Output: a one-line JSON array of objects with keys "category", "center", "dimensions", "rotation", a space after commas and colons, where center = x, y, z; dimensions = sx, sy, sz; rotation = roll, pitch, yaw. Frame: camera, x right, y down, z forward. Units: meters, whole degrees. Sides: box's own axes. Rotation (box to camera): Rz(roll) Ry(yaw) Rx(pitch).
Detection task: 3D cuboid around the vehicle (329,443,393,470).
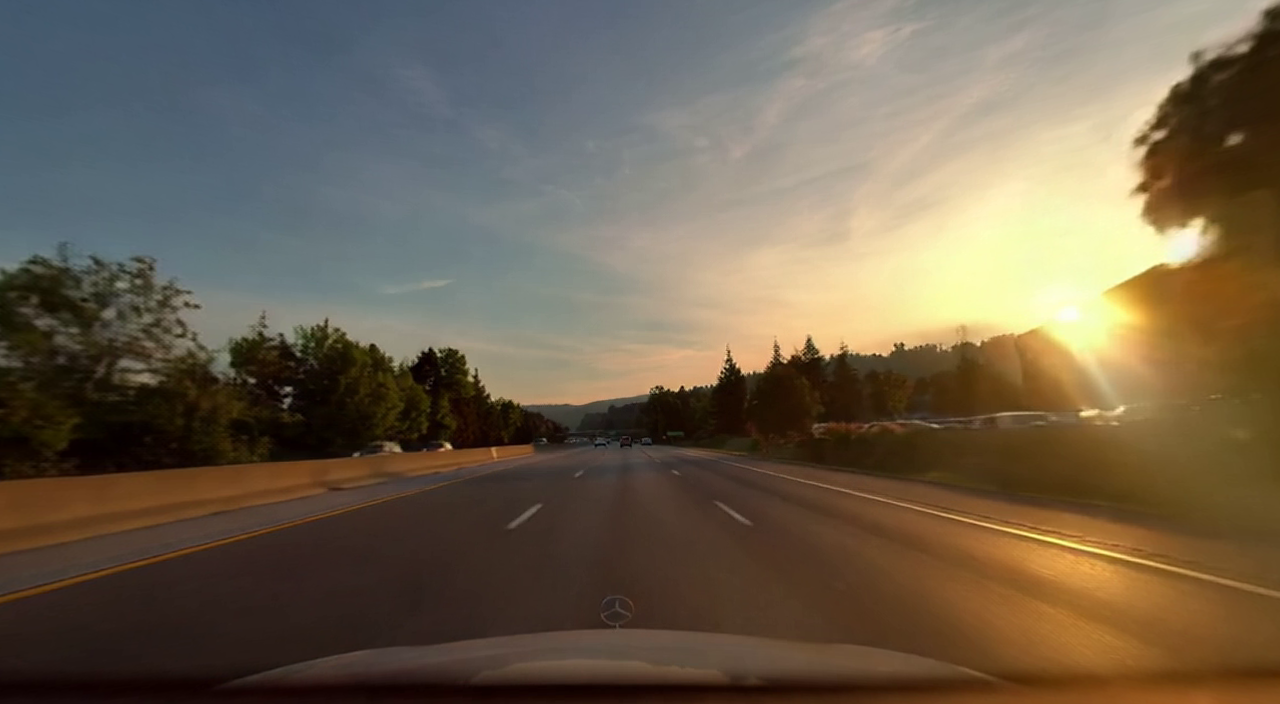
[{"category": "vehicle", "center": [-17.436, 6.539, 39.652], "dimensions": [1.913, 1.494, 4.609], "rotation": [0, -8, 0]}]
